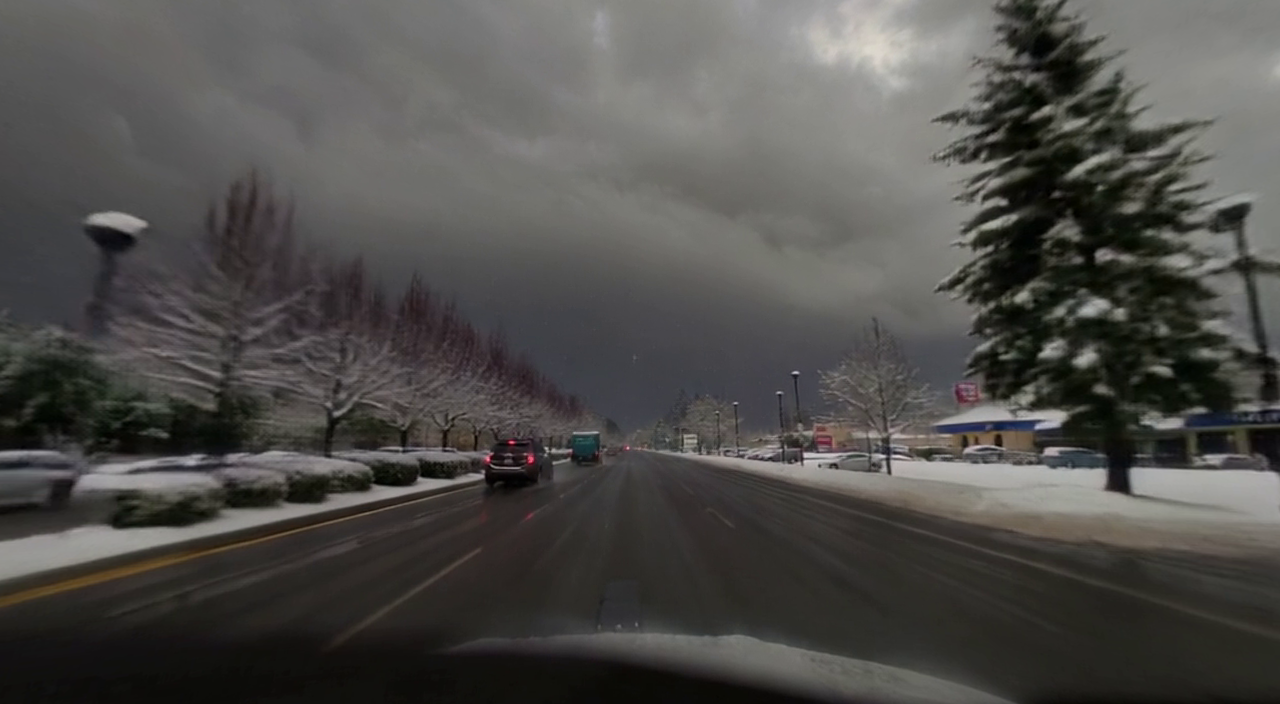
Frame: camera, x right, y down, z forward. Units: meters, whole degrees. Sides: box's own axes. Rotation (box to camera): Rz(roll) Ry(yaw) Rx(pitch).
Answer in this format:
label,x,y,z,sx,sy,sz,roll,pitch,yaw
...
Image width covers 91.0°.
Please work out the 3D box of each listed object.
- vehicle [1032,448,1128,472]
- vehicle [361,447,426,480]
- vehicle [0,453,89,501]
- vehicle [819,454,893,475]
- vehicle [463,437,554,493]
label,x,y,z,sx,sy,sz,roll,pitch,yaw
vehicle,28.880,7.097,41.395,4.754,1.499,1.955,0,-9,2
vehicle,-12.487,5.639,32.169,1.760,1.567,3.930,0,-9,-1
vehicle,-23.002,4.541,23.120,1.836,1.582,4.075,0,-9,-2
vehicle,16.172,8.450,47.302,4.723,1.466,2.085,0,-9,-1
vehicle,-4.256,3.728,21.149,2.109,1.672,4.256,0,-9,0
